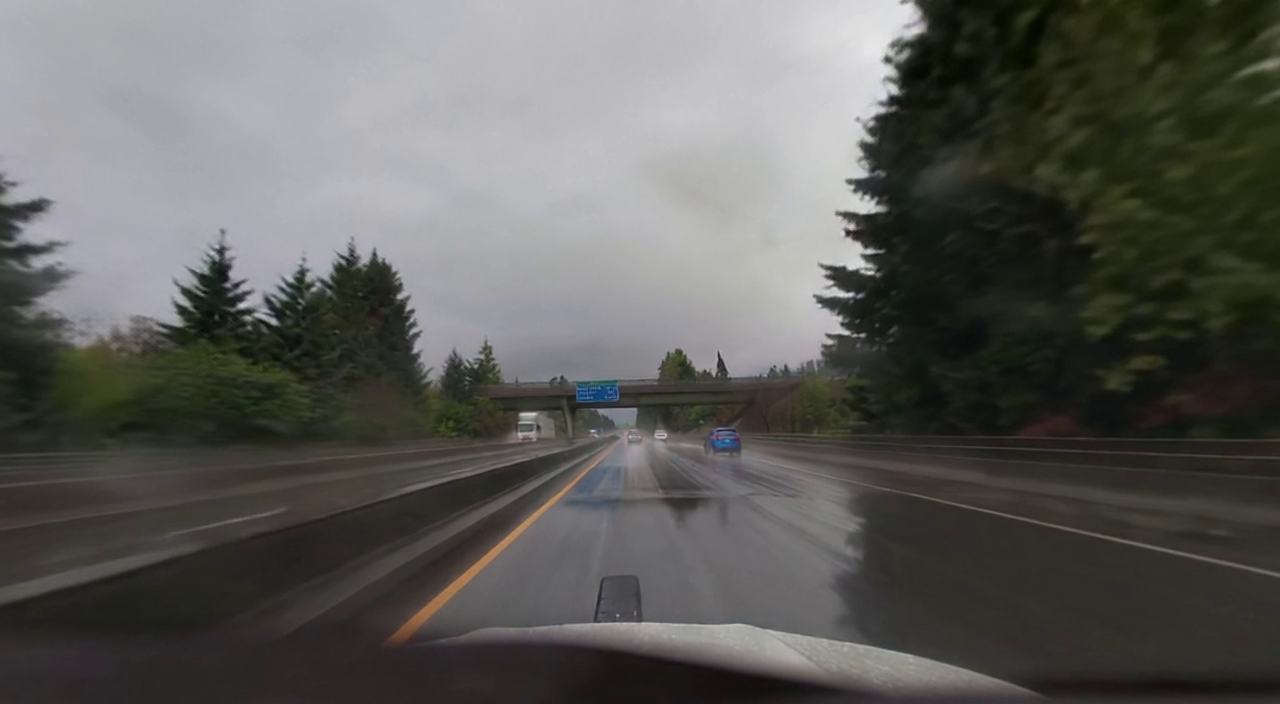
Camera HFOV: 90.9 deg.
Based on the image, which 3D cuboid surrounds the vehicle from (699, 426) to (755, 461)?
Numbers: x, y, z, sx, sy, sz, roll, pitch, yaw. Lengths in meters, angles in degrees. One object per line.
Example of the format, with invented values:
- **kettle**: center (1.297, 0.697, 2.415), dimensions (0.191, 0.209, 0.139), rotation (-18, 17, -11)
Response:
- **vehicle**: center (4.334, 4.632, 31.985), dimensions (2.073, 1.651, 4.065), rotation (0, -8, -2)
